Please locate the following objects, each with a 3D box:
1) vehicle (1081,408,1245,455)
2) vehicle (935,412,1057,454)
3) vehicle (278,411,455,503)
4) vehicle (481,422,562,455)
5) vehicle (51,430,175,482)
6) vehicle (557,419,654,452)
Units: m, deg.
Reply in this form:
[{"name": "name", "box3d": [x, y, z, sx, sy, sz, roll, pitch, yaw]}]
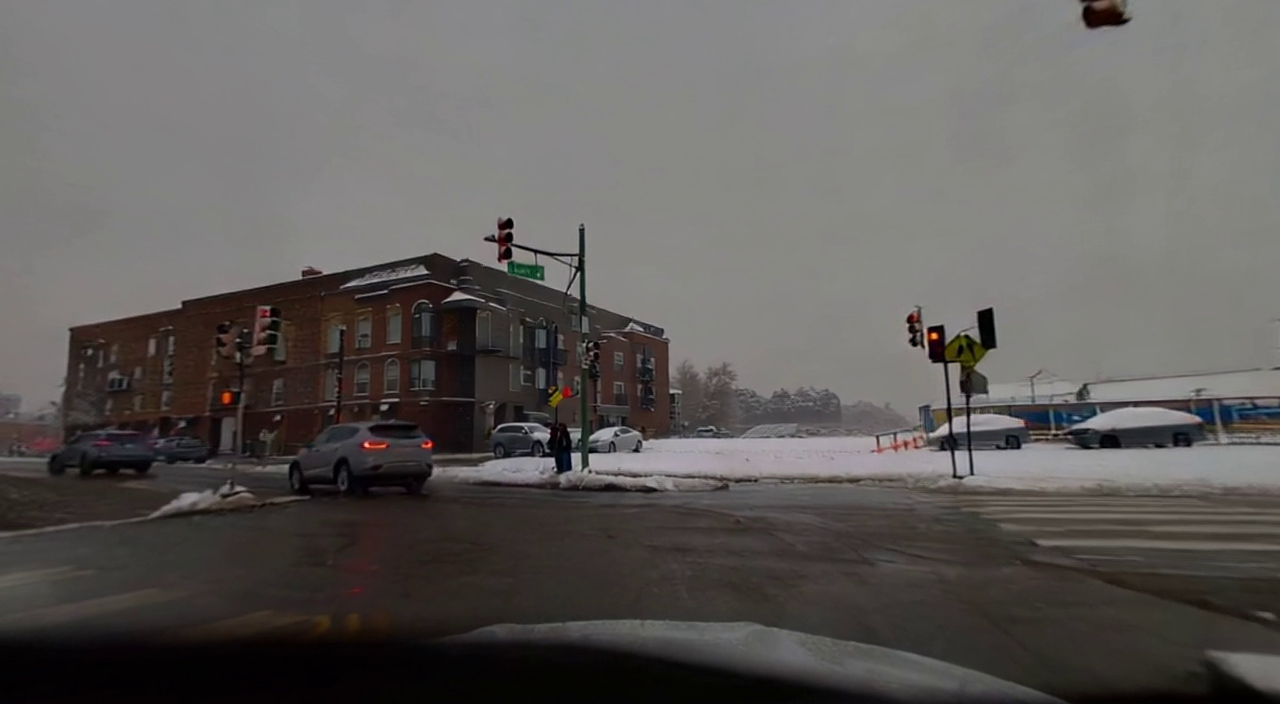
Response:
[{"name": "vehicle", "box3d": [20.320, 3.174, 24.865, 4.550, 1.704, 1.922, -5, -9, 28]}, {"name": "vehicle", "box3d": [15.349, 3.562, 27.500, 4.382, 1.688, 1.937, -4, -9, 26]}, {"name": "vehicle", "box3d": [-6.842, 2.522, 15.498, 2.256, 1.859, 5.118, 8, -11, -43]}, {"name": "vehicle", "box3d": [-7.247, 5.321, 38.661, 4.593, 1.856, 2.090, -5, -9, 29]}, {"name": "vehicle", "box3d": [-21.736, 4.236, 25.996, 5.548, 1.911, 2.206, -6, -10, 32]}, {"name": "vehicle", "box3d": [-1.995, 4.743, 35.911, 5.080, 1.766, 2.272, -5, -8, 30]}]
